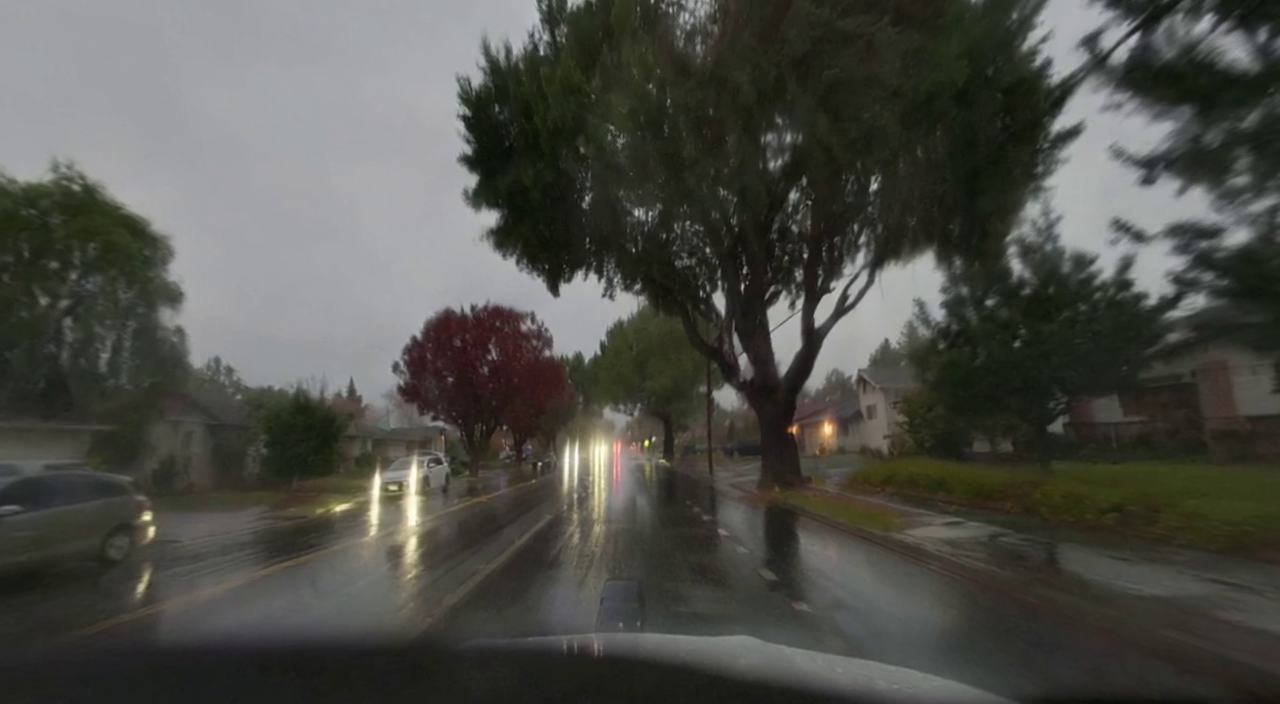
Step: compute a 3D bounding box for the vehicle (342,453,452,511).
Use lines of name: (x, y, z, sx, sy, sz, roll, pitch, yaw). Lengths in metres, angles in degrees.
vehicle: (-7.848, 4.187, 20.855, 1.919, 1.492, 4.547, -5, -9, -2)

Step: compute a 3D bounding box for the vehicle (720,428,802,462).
vehicle: (8.451, 6.542, 44.362, 5.221, 1.958, 1.992, -4, -9, -1)

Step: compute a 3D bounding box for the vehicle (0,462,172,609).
vehicle: (-7.589, 2.018, 6.729, 1.899, 1.467, 4.466, -5, -9, -1)
